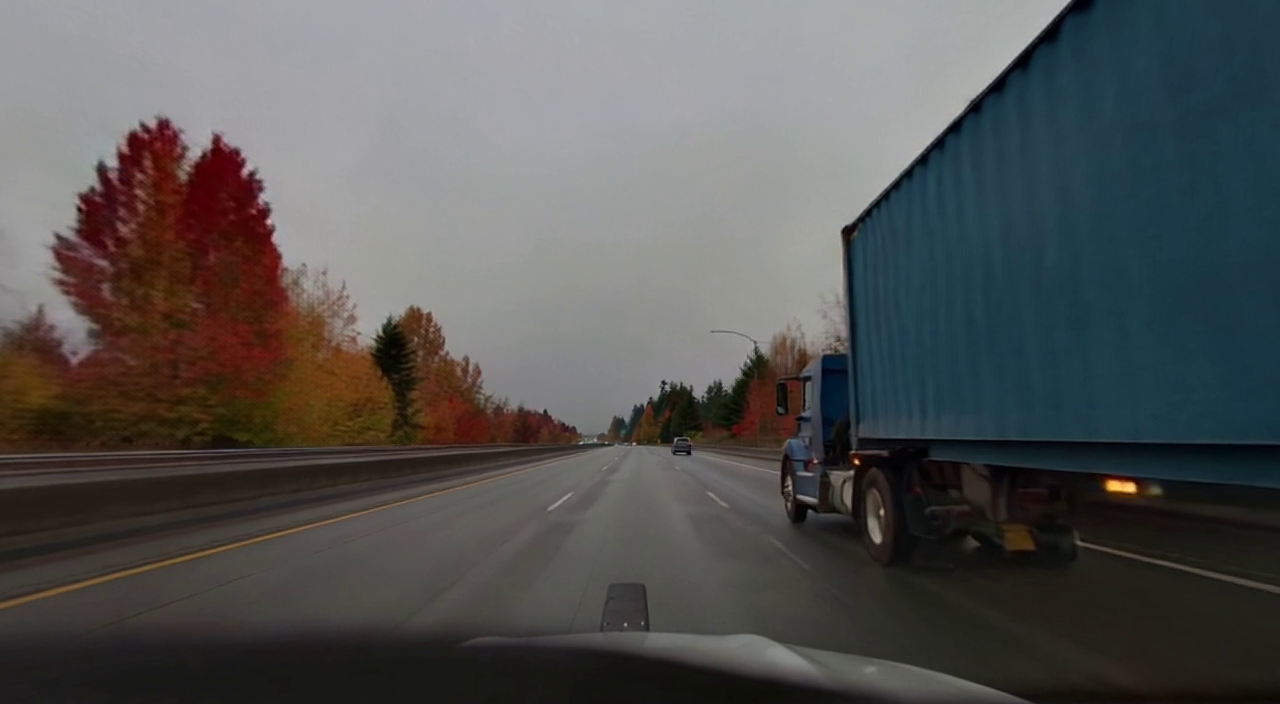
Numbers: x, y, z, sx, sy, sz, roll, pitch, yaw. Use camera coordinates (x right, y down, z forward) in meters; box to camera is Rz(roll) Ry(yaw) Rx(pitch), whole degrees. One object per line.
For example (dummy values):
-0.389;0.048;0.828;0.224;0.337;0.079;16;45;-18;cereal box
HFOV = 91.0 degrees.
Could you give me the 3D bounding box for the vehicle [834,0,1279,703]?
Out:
3.938;-0.553;1.574;2.903;4.003;13.046;0;-8;1;vehicle
